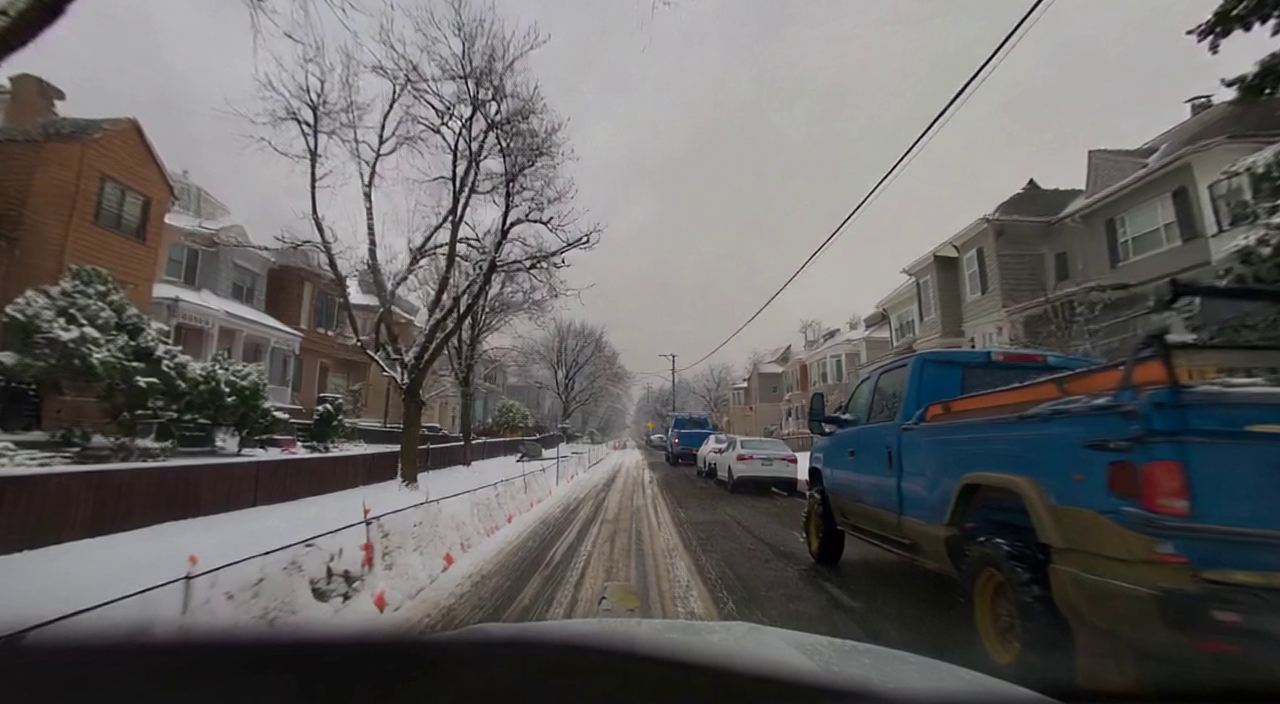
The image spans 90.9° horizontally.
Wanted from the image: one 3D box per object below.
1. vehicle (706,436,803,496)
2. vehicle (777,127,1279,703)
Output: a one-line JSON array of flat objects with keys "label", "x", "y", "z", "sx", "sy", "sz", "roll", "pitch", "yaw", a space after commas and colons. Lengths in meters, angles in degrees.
[{"label": "vehicle", "x": 3.008, "y": 3.047, "z": 17.439, "sx": 1.805, "sy": 1.436, "sz": 4.201, "roll": 0, "pitch": -8, "yaw": -2}, {"label": "vehicle", "x": 3.145, "y": 0.820, "z": 5.297, "sx": 2.483, "sy": 2.644, "sz": 5.972, "roll": 0, "pitch": -8, "yaw": -1}]
